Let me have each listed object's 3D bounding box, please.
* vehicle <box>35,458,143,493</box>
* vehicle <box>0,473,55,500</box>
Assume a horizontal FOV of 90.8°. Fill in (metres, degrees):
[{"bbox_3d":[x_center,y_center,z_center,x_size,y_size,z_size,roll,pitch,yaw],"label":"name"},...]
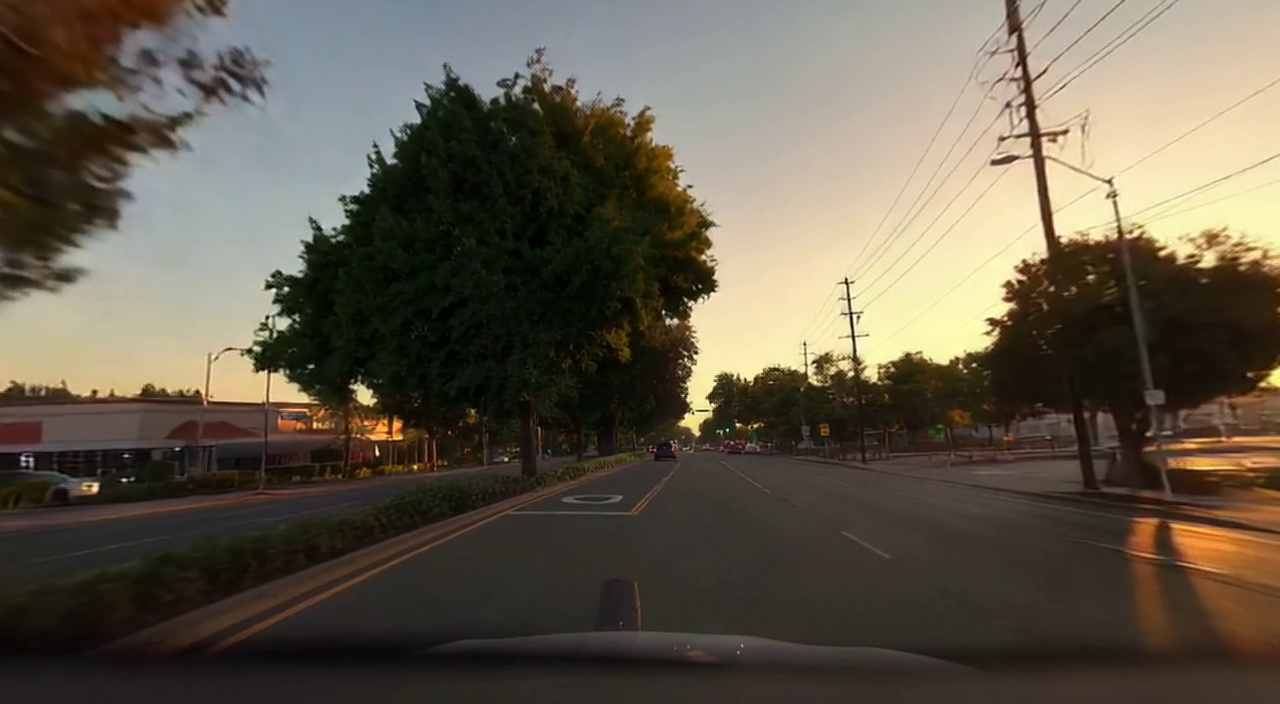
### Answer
[{"bbox_3d":[-30.847,6.907,35.470,4.137,1.733,2.016,2,-10,3],"label":"vehicle"},{"bbox_3d":[-42.973,9.061,42.569,2.035,1.594,4.977,-1,-8,5],"label":"vehicle"}]
